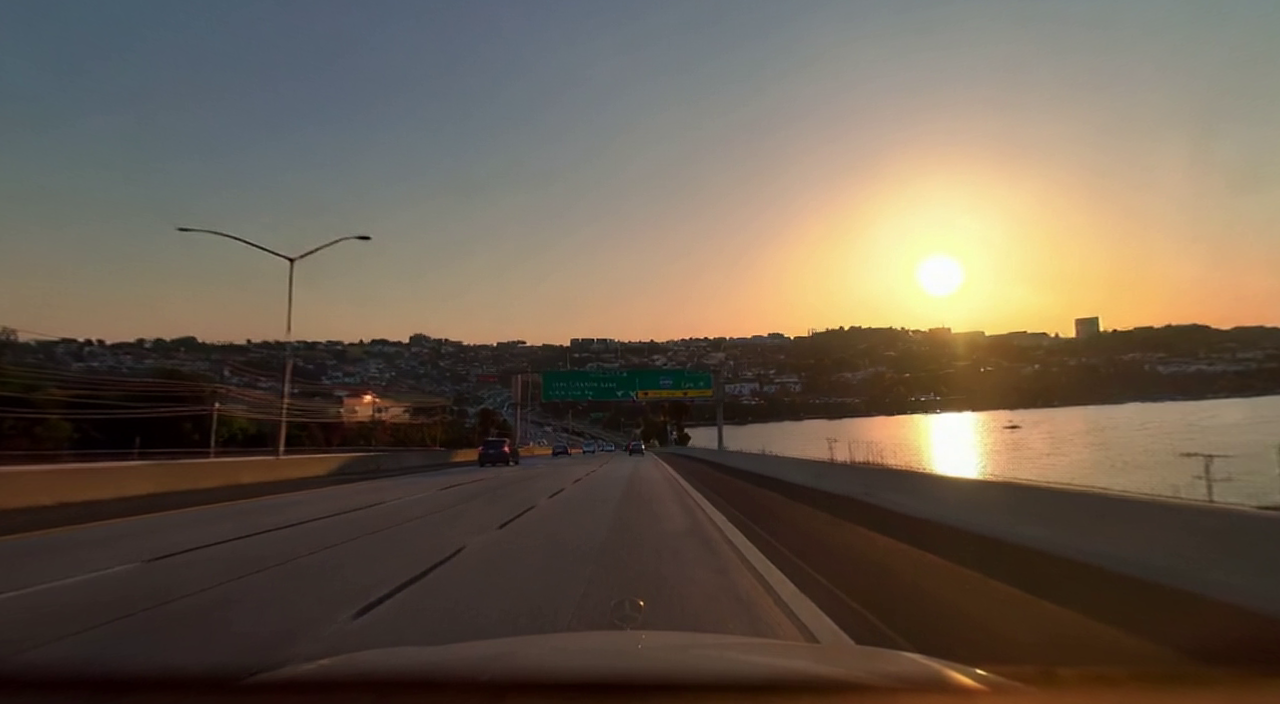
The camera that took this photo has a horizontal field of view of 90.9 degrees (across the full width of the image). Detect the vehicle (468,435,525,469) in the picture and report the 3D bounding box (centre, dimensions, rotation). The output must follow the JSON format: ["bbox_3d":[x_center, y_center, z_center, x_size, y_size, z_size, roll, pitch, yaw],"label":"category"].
[{"bbox_3d":[-7.237,5.093,32.196,1.946,1.590,4.042,0,-8,1],"label":"vehicle"}]
